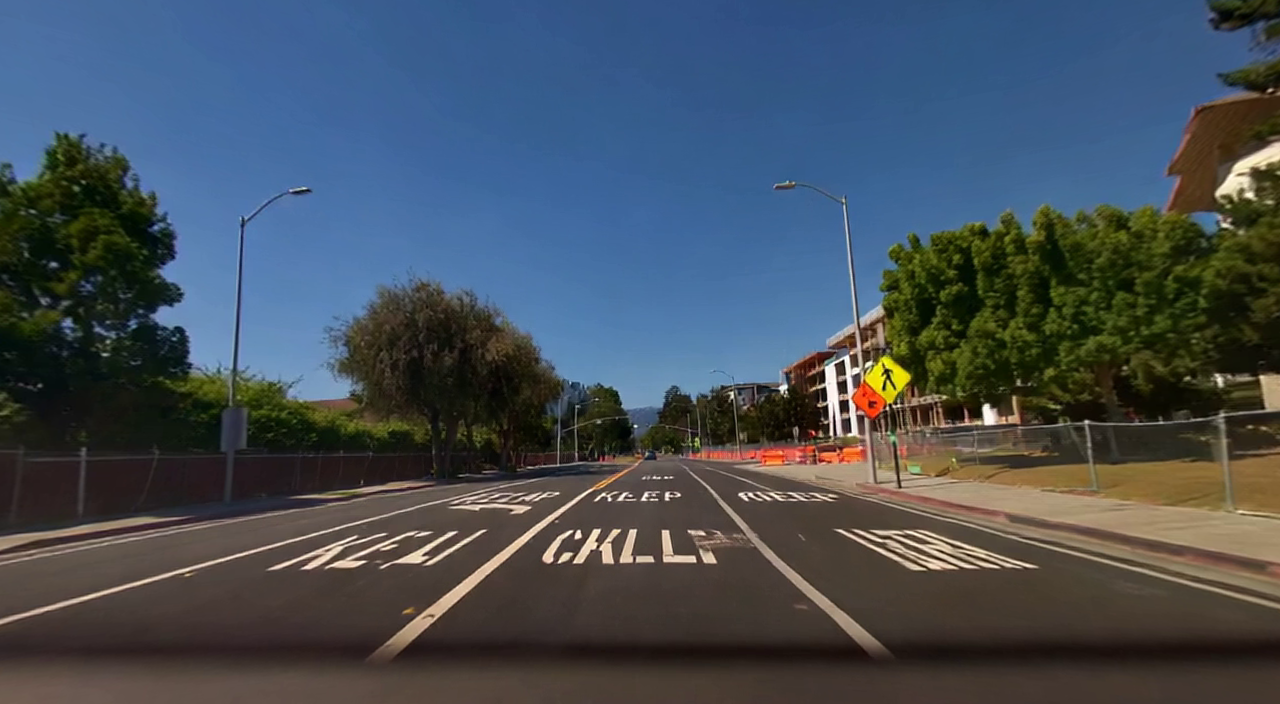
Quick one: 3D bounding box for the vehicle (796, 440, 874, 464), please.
[{"bbox_3d":[11.952,6.171,38.958,4.251,1.418,1.896,-1,-9,3],"label":"vehicle"}]
